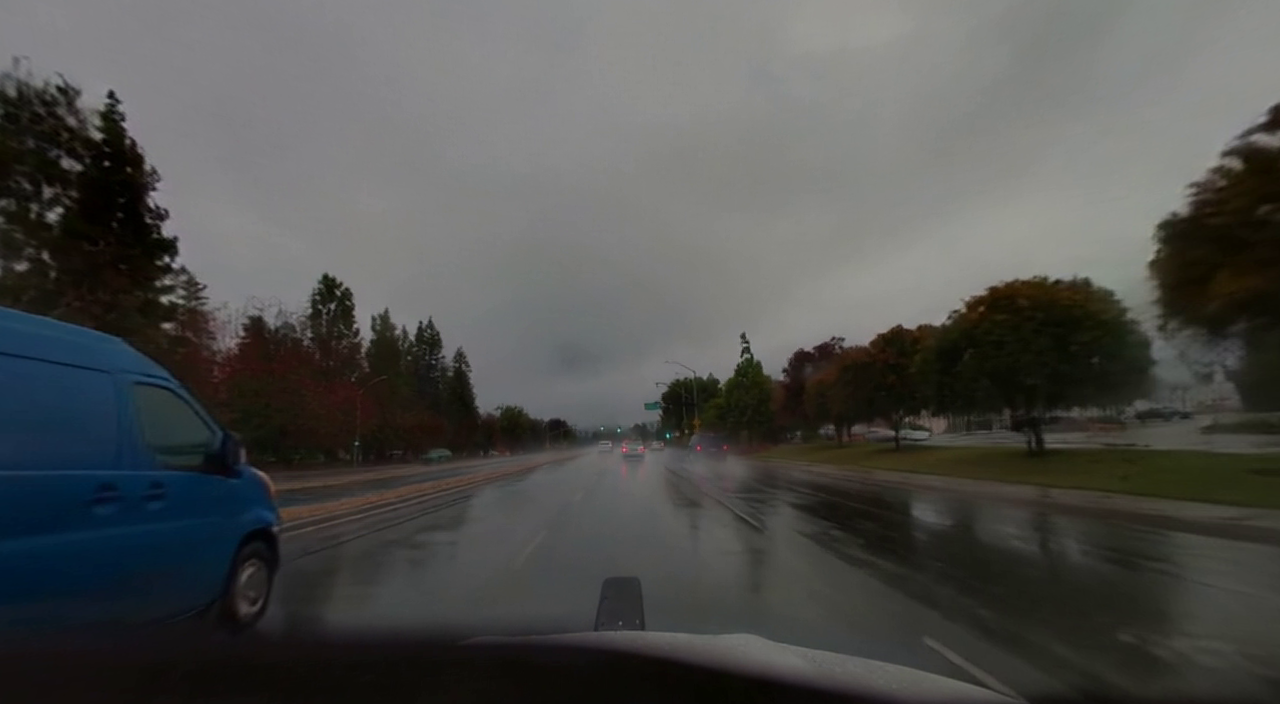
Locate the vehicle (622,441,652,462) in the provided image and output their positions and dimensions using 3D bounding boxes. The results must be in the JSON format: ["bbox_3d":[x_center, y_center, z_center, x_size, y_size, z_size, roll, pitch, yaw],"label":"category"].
[{"bbox_3d":[-0.263,7.089,45.201,2.039,1.455,3.826,0,-9,-1],"label":"vehicle"}]

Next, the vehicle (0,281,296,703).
[{"bbox_3d":[-3.481,0.611,2.007,2.075,1.863,4.744,0,-9,0],"label":"vehicle"}]

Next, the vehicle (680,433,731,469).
[{"bbox_3d":[3.429,5.307,33.975,2.181,1.781,4.257,0,-9,-1],"label":"vehicle"}]
